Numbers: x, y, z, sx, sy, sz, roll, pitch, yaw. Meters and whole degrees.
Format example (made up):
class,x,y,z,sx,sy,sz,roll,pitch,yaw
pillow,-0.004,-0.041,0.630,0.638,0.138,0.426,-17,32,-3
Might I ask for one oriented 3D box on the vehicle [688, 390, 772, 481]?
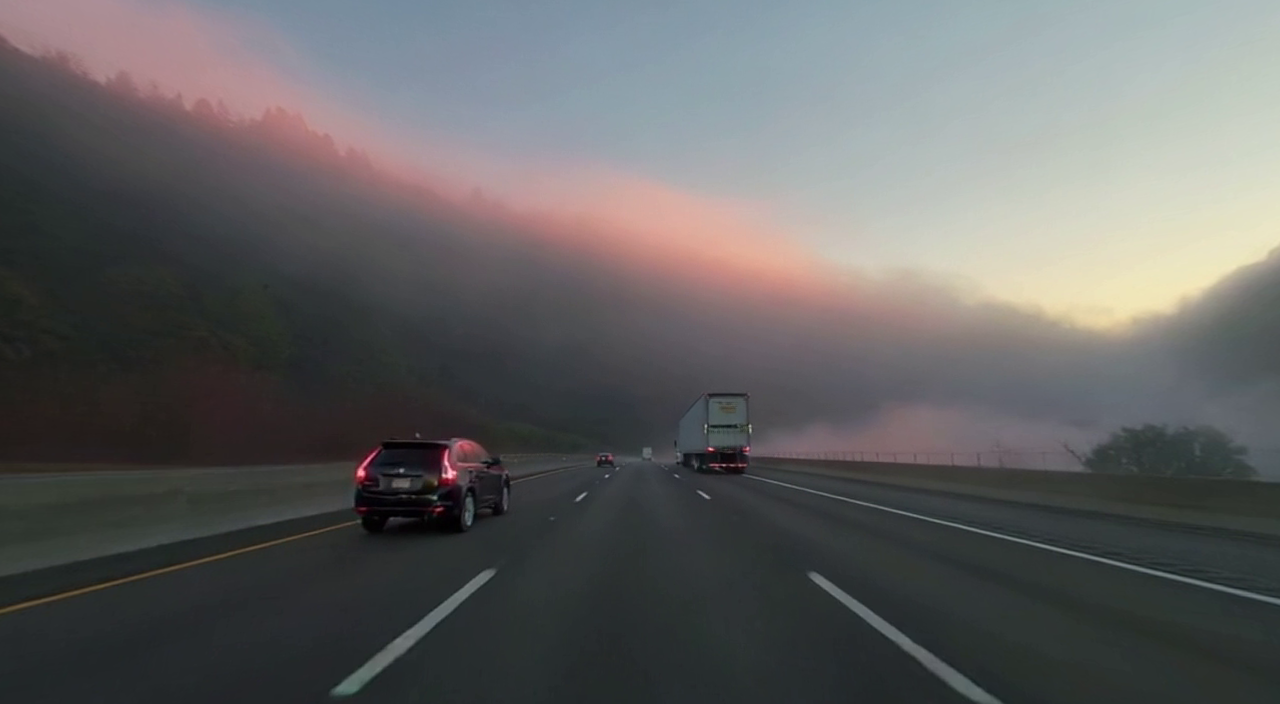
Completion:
class,x,y,z,sx,sy,sz,roll,pitch,yaw
vehicle,4.056,4.000,29.983,3.016,3.891,5.767,0,-9,-1

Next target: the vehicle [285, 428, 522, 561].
class,x,y,z,sx,sy,sz,roll,pitch,yaw
vehicle,-3.169,1.999,9.499,1.944,1.548,4.051,0,-9,1
